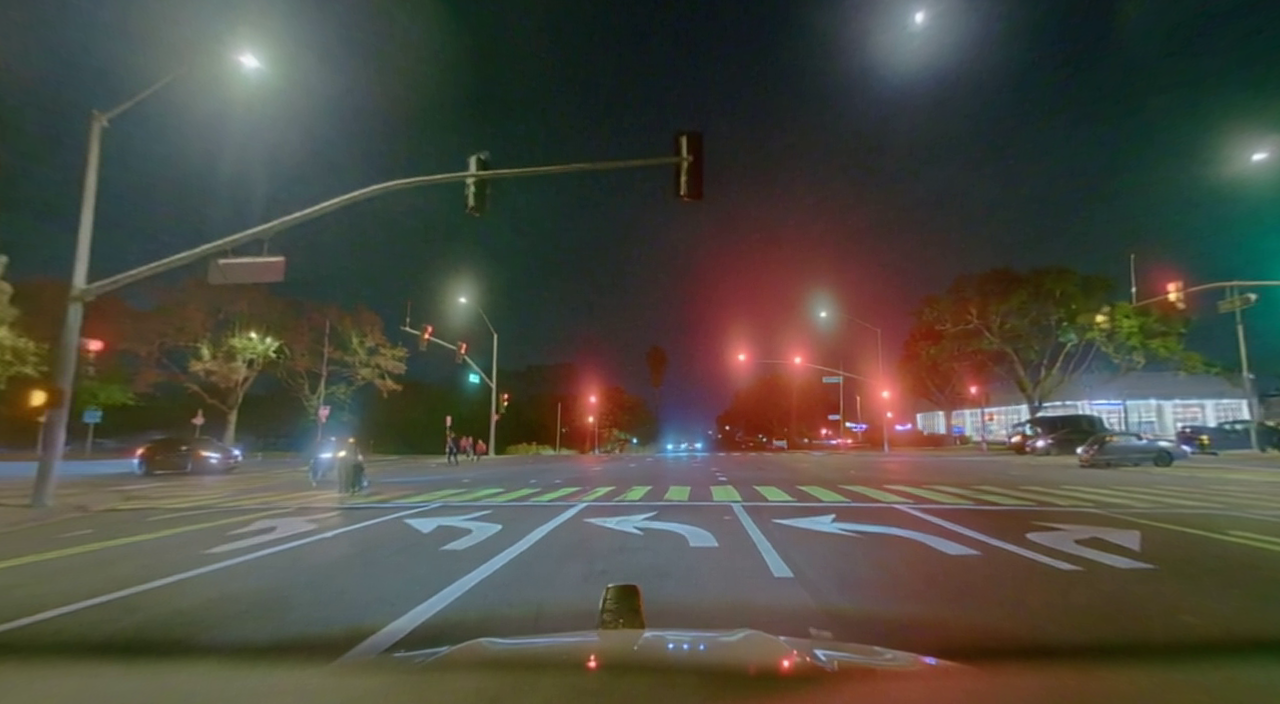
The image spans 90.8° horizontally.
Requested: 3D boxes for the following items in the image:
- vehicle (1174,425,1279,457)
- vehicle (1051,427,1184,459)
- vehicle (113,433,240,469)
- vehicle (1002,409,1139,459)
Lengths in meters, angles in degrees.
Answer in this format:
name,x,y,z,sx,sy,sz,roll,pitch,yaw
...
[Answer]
name,x,y,z,sx,sy,sz,roll,pitch,yaw
vehicle,33.415,5.012,35.418,4.896,1.729,1.952,-1,-9,7
vehicle,22.992,4.435,30.600,4.740,1.464,1.876,-1,-9,6
vehicle,-20.242,4.354,27.701,4.265,1.493,1.871,-1,-9,8
vehicle,24.941,4.833,36.860,5.855,2.746,2.523,-1,-9,7
